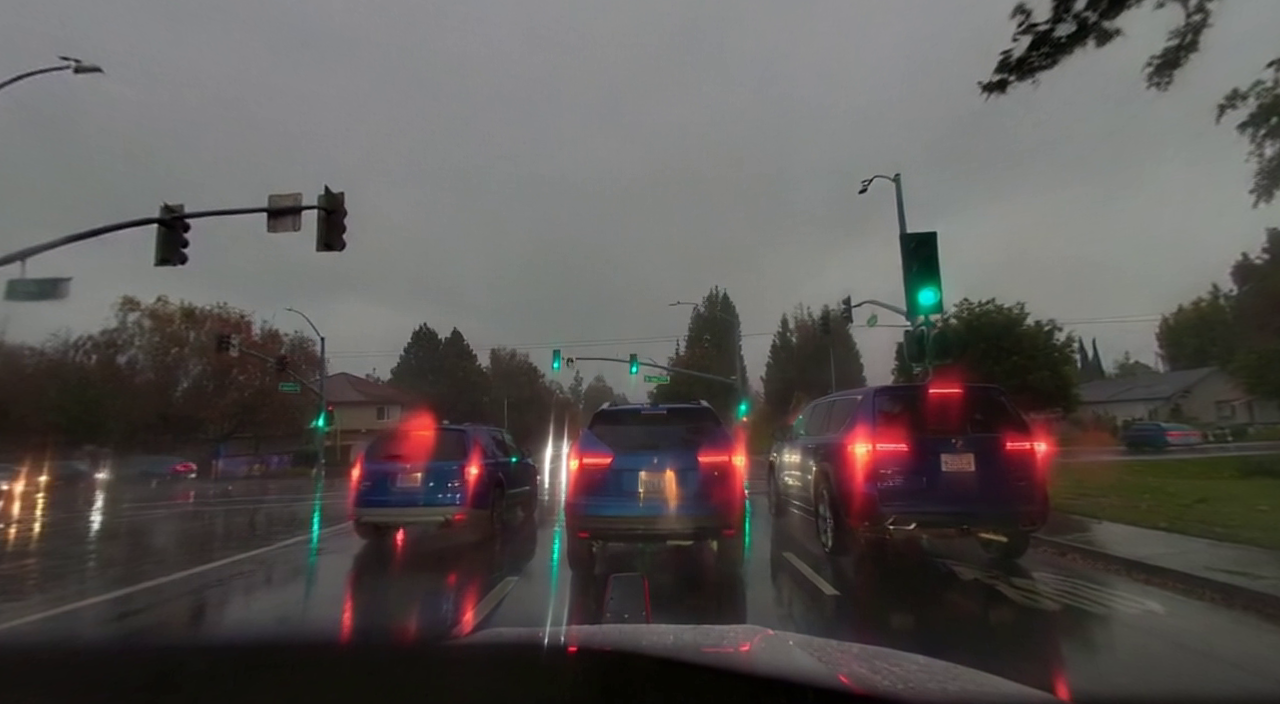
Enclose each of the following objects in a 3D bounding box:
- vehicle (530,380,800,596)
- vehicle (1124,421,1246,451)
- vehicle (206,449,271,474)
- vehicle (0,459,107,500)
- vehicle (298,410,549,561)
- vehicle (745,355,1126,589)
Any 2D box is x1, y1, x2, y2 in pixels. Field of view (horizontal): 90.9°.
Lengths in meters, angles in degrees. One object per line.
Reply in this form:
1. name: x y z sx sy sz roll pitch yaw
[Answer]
1. vehicle: 0.172 1.436 7.398 2.235 1.778 4.178 0 -8 -1
2. vehicle: 28.158 4.365 32.656 4.512 1.444 1.859 0 -9 0
3. vehicle: -29.320 7.999 46.172 1.820 1.699 4.308 -1 -9 2
4. vehicle: -24.006 4.970 24.672 4.383 1.456 1.999 0 -9 -1
5. vehicle: -2.735 1.819 9.316 2.058 1.659 4.514 0 -8 1
6. vehicle: 3.087 1.472 8.489 2.338 2.063 5.672 0 -8 0
